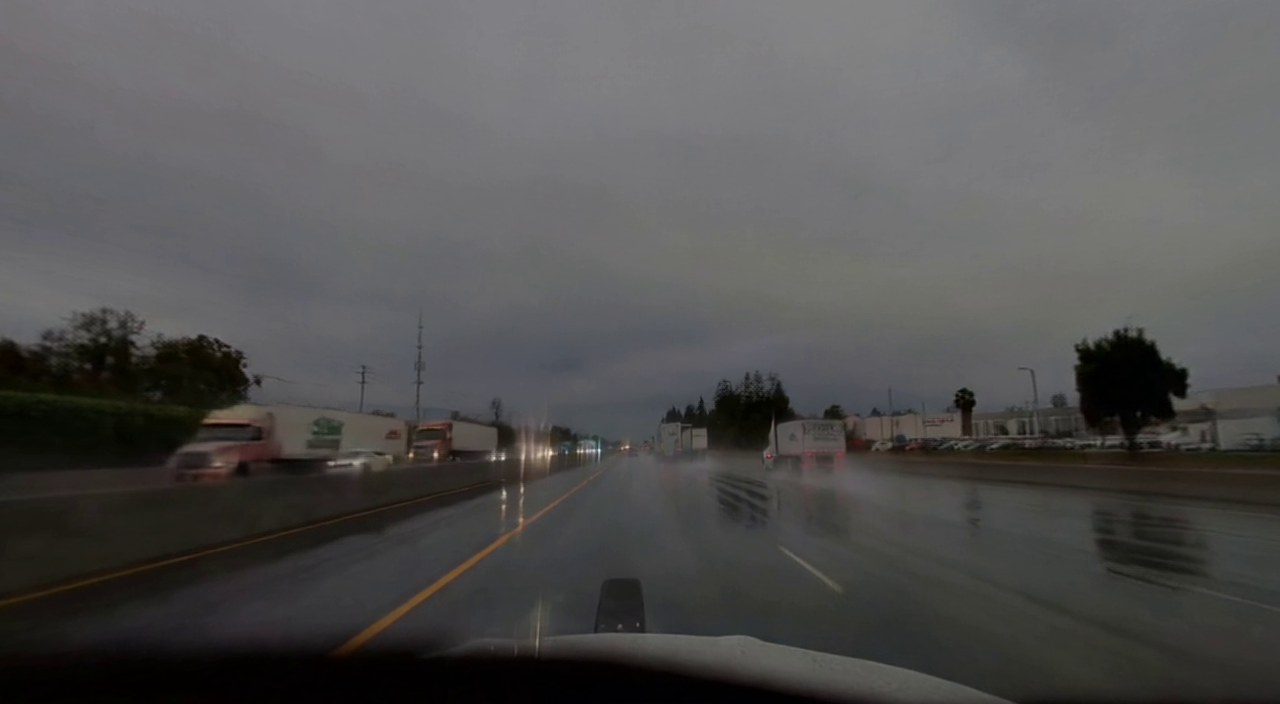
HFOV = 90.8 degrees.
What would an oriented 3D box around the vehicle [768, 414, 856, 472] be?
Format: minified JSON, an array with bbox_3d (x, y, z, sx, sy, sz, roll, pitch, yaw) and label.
[{"bbox_3d":[10.937,6.011,41.371,2.912,3.293,9.588,0,-9,-1],"label":"vehicle"}]

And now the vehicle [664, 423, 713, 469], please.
[{"bbox_3d":[3.411,6.884,46.360,2.742,3.054,7.537,0,-9,-2],"label":"vehicle"}]

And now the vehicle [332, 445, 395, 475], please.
[{"bbox_3d":[-13.785,5.386,31.637,1.578,1.376,3.354,0,-9,0],"label":"vehicle"}]

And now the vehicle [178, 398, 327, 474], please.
[{"bbox_3d":[-21.170,4.753,35.287,3.105,3.748,8.035,0,-9,0],"label":"vehicle"}]
